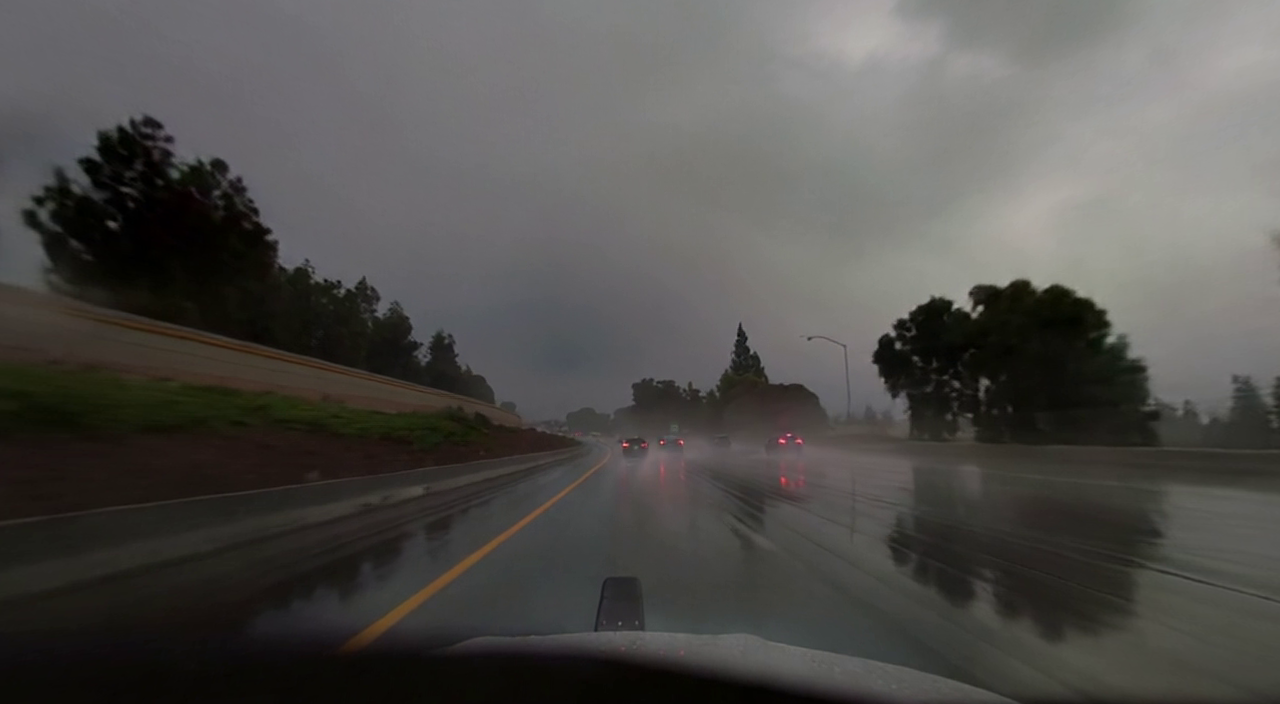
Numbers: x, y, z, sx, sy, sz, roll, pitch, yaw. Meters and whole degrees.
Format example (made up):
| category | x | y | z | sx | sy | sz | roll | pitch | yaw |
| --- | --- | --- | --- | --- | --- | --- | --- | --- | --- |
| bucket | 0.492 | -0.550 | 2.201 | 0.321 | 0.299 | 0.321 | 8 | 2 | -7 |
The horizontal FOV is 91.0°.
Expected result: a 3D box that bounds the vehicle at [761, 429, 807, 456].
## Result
| category | x | y | z | sx | sy | sz | roll | pitch | yaw |
| --- | --- | --- | --- | --- | --- | --- | --- | --- | --- |
| vehicle | 10.009 | 6.365 | 44.101 | 2.077 | 1.763 | 4.472 | 0 | -8 | -2 |
